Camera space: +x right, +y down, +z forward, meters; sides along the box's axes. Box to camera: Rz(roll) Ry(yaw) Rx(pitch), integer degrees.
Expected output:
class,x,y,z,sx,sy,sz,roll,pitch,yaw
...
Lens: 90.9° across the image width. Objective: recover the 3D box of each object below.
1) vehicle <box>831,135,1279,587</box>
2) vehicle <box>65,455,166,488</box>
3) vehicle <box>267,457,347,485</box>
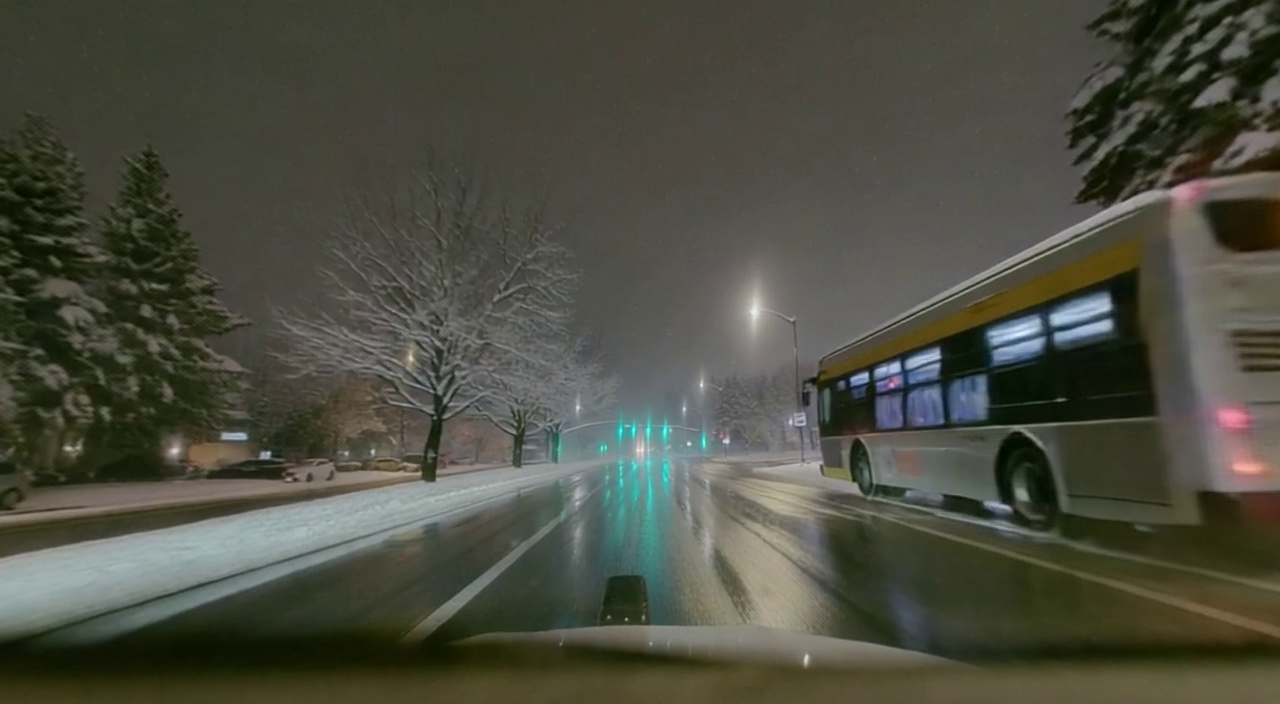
class,x,y,z,sx,sy,sz,roll,pitch,yaw
vehicle,8.171,0.883,12.710,4.582,4.678,12.589,0,-8,0
vehicle,-30.176,6.855,36.357,4.251,1.563,1.950,-3,-8,4
vehicle,-21.128,7.555,40.312,2.114,1.602,4.824,-1,-9,6
